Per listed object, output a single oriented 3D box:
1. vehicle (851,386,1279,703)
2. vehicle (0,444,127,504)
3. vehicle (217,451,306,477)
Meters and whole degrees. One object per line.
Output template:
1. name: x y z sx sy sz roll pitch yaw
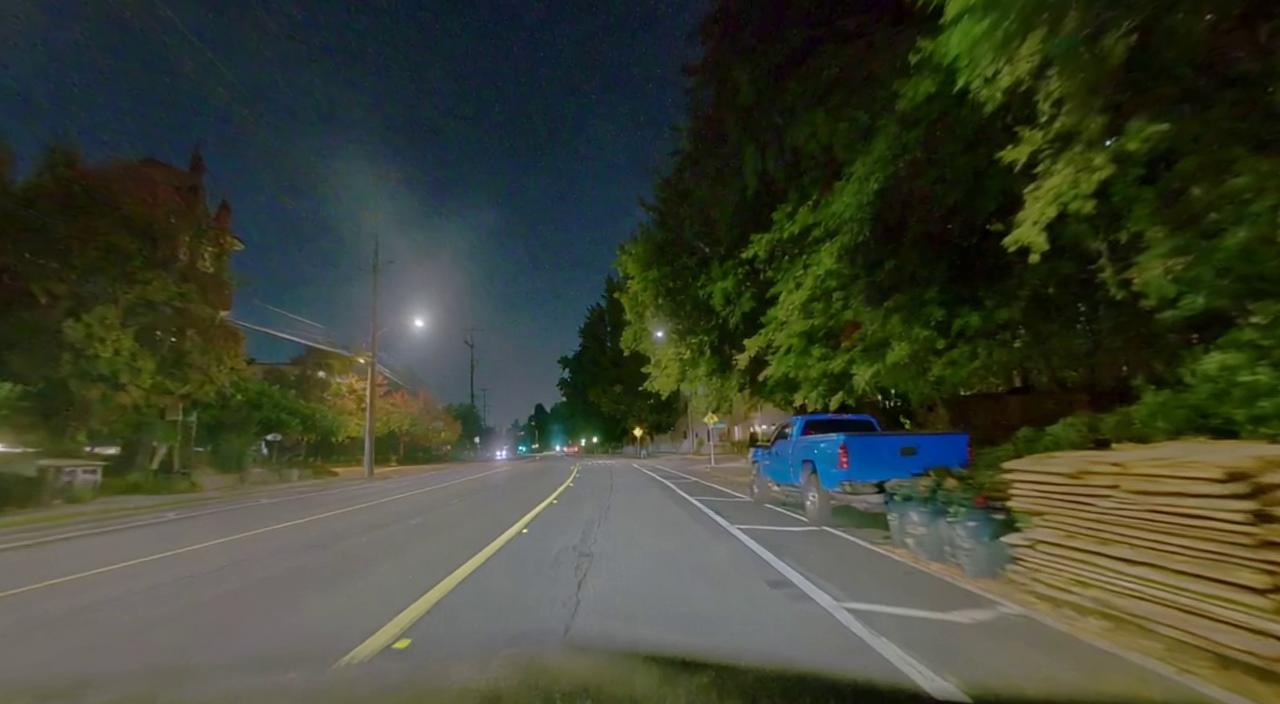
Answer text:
1. vehicle: 4.369 1.529 6.149 2.516 1.780 6.333 0 -9 1
2. vehicle: -19.773 3.860 20.241 4.739 1.794 1.990 1 -8 -4
3. vehicle: -27.823 8.248 46.608 5.067 1.792 2.217 2 -9 -11
